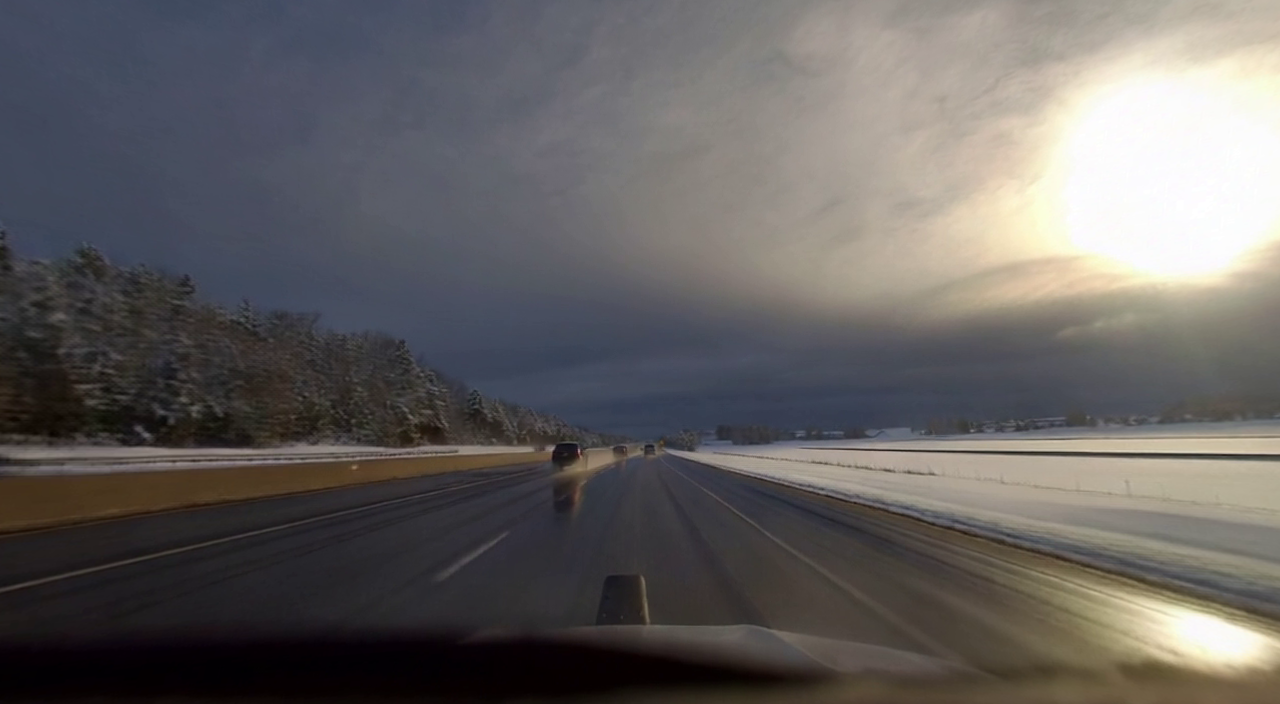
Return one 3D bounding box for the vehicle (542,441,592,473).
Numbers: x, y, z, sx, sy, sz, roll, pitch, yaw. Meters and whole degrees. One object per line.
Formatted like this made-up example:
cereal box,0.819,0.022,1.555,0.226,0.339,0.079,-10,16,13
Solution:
vehicle,-4.044,5.971,35.962,2.188,1.692,4.623,0,-9,1
